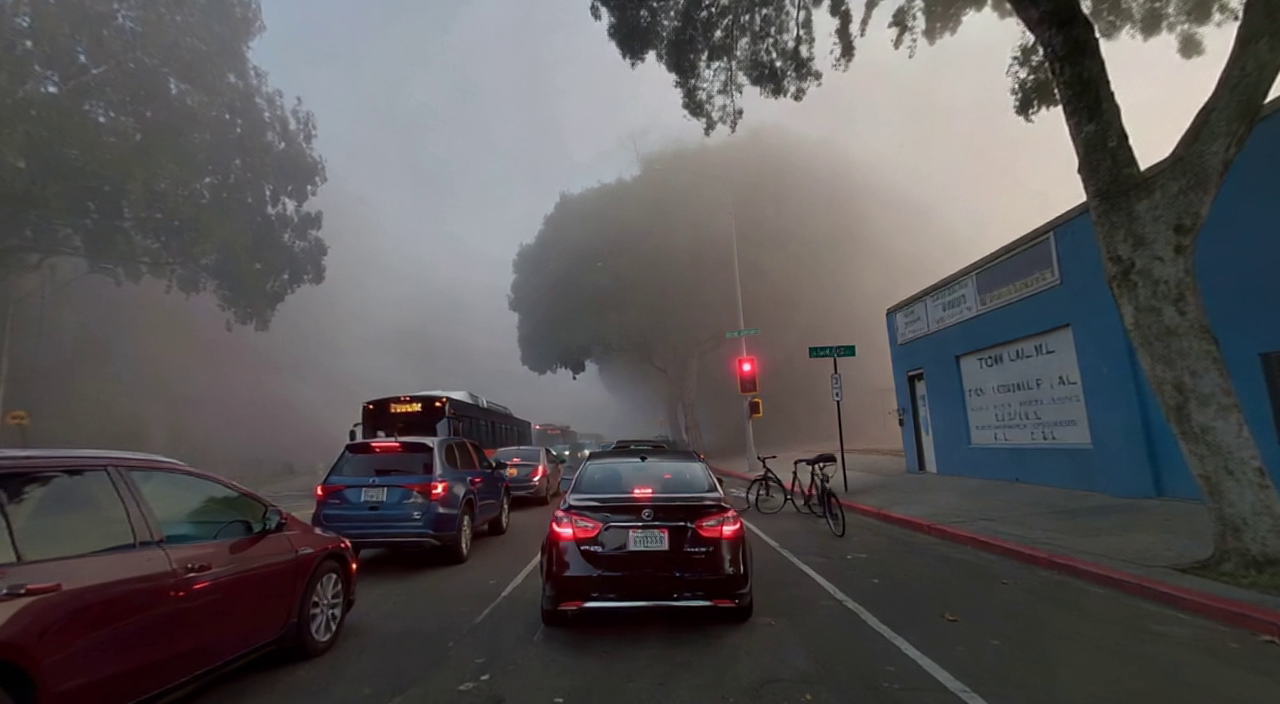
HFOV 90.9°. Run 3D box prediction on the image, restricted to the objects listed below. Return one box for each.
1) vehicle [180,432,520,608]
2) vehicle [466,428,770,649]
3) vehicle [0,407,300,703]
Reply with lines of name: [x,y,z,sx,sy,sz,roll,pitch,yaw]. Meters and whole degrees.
vehicle: [-2.908,1.756,7.635,1.944,1.481,4.385,0,-8,1]
vehicle: [-0.135,1.530,6.169,2.031,1.461,3.763,0,-8,0]
vehicle: [-3.171,0.876,1.730,1.867,1.486,4.452,0,-8,2]
